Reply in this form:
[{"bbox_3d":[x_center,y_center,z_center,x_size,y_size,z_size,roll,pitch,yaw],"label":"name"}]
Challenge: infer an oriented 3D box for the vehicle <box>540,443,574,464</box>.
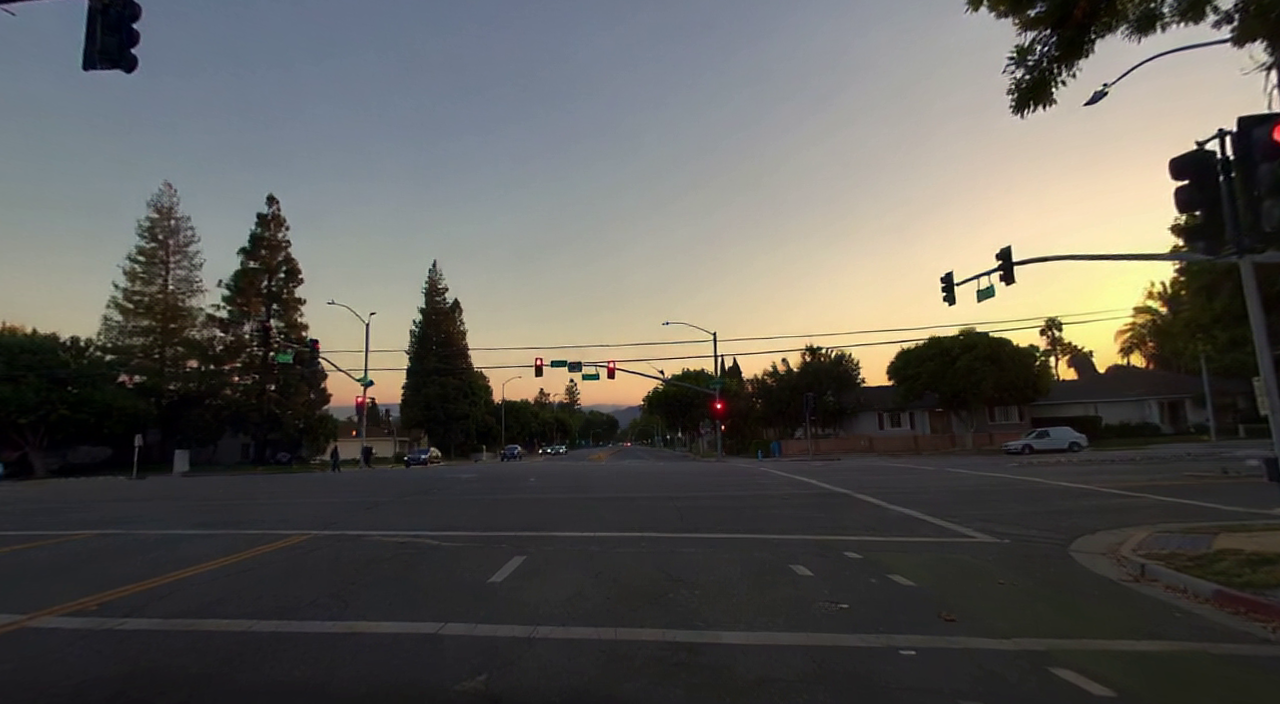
[{"bbox_3d":[-6.129,7.520,47.049,1.936,1.444,4.168,0,-8,0],"label":"vehicle"}]
